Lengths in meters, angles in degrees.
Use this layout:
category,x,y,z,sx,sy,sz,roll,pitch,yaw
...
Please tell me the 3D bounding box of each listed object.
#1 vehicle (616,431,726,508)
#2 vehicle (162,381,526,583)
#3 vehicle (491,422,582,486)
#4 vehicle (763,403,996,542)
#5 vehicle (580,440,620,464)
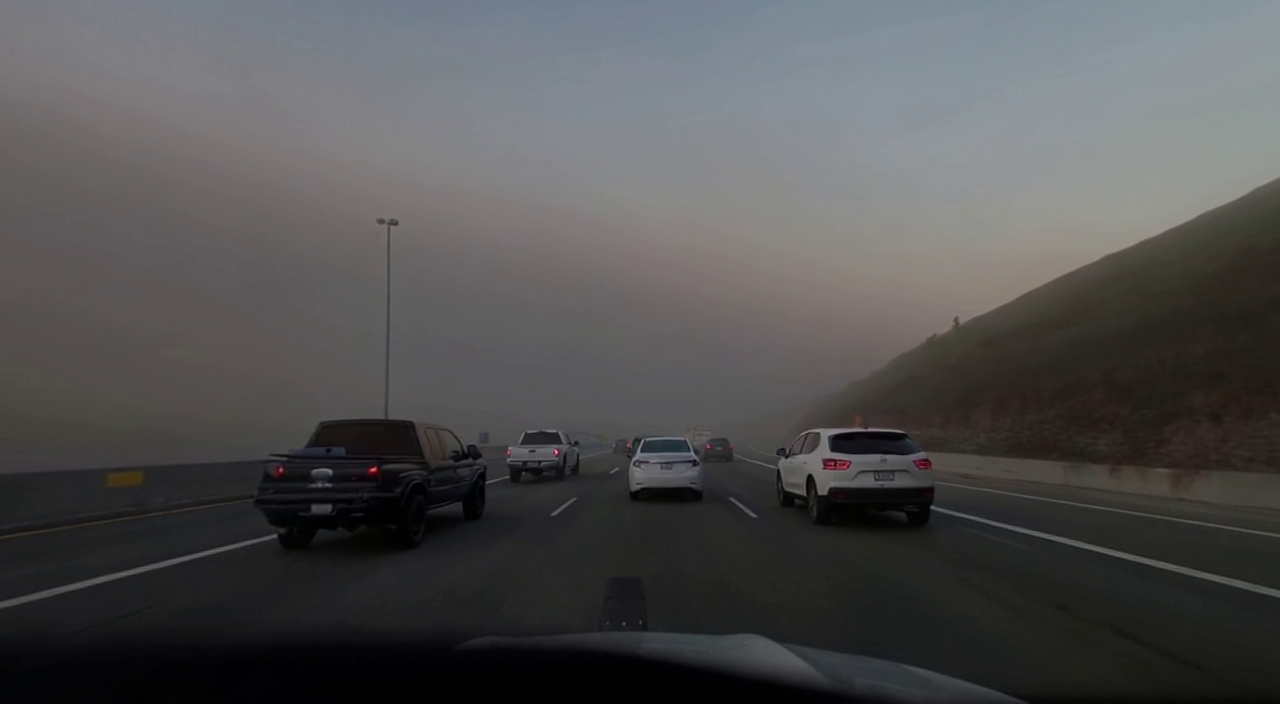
category,x,y,z,sx,sy,sz,roll,pitch,yaw
vehicle,0.619,2.579,14.350,2.105,1.471,4.349,0,-8,1
vehicle,-3.311,1.615,8.744,2.301,1.902,5.374,0,-8,1
vehicle,-3.204,3.292,20.666,1.997,1.806,5.002,0,-8,1
vehicle,3.510,1.862,10.386,2.046,1.765,4.534,0,-8,0
vehicle,-2.347,6.013,38.195,1.973,1.378,3.677,-1,-8,4
